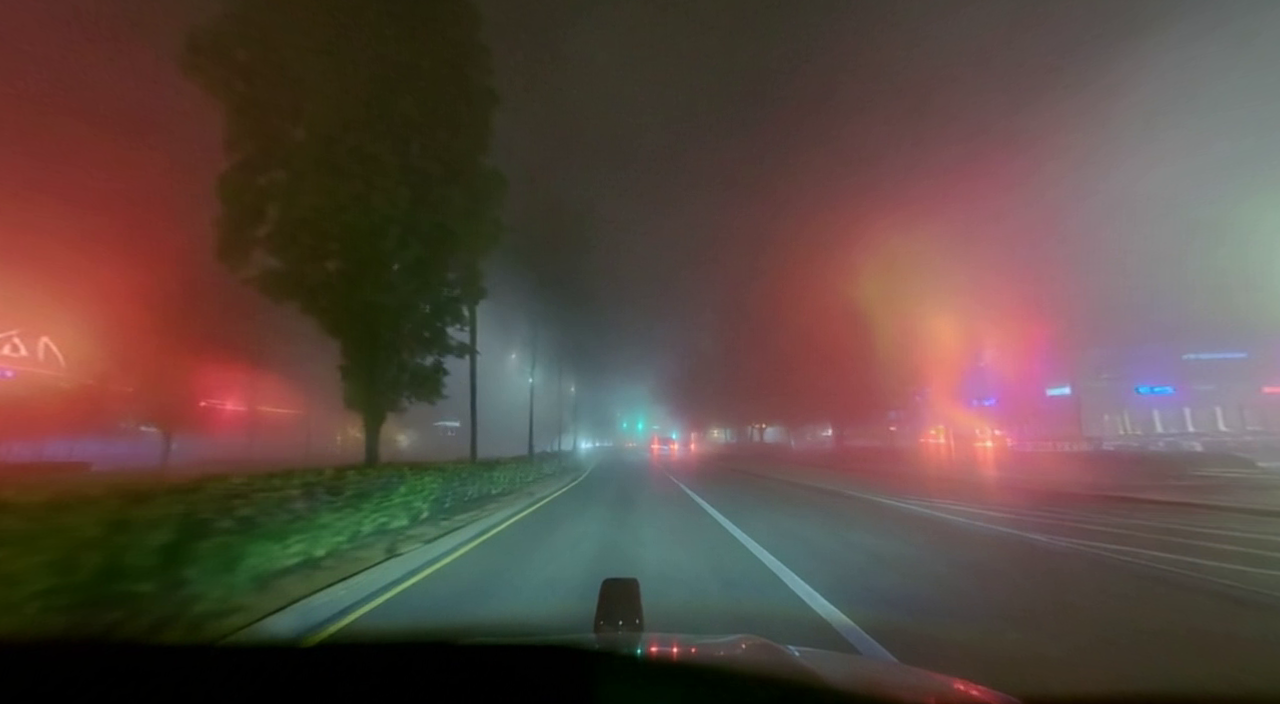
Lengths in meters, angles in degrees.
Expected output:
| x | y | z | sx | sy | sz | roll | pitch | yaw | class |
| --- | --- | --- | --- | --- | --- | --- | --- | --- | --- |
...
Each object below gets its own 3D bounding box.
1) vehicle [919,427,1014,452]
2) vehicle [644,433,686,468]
| x | y | z | sx | sy | sz | roll | pitch | yaw | class |
| --- | --- | --- | --- | --- | --- | --- | --- | --- | --- |
| 19.848 | 5.357 | 38.530 | 4.619 | 1.447 | 2.054 | 0 | -8 | -1 | vehicle |
| 1.385 | 5.241 | 33.725 | 2.100 | 1.683 | 4.231 | -1 | -8 | 4 | vehicle |
